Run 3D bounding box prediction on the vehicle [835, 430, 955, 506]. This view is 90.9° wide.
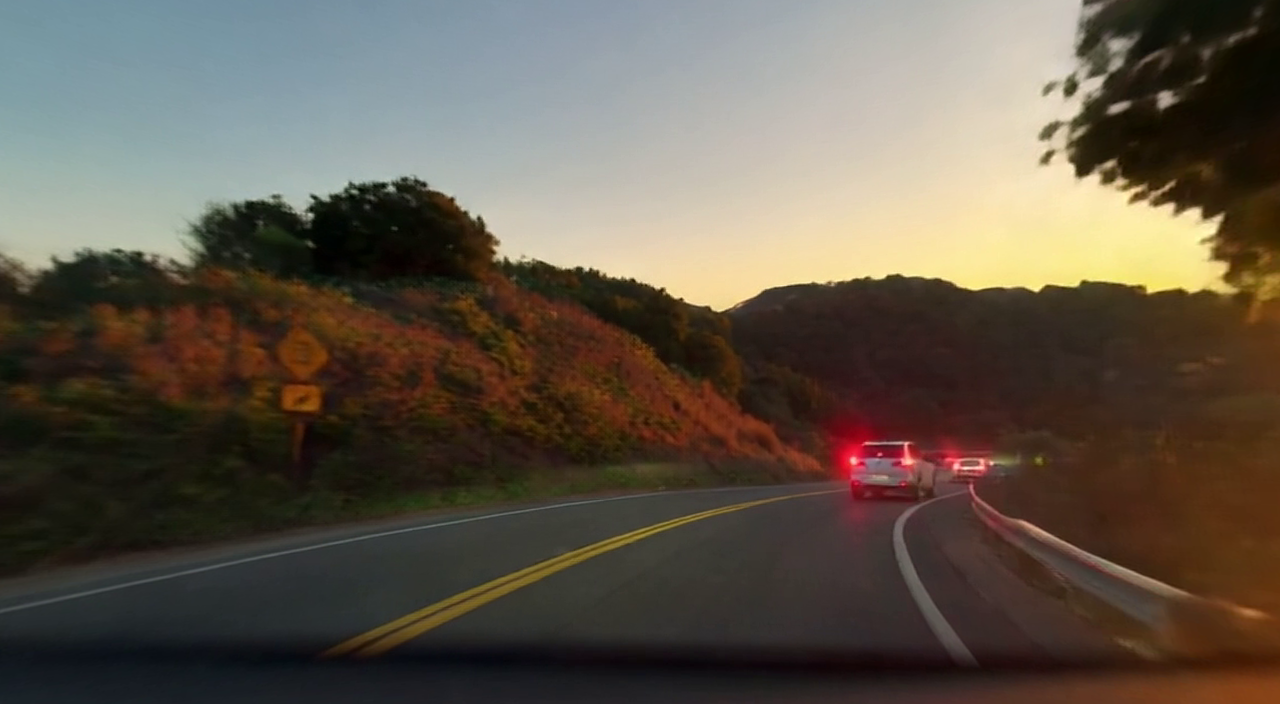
[{"bbox_3d":[8.116,3.497,19.673,2.500,1.961,5.637,-4,-10,31],"label":"vehicle"}]
